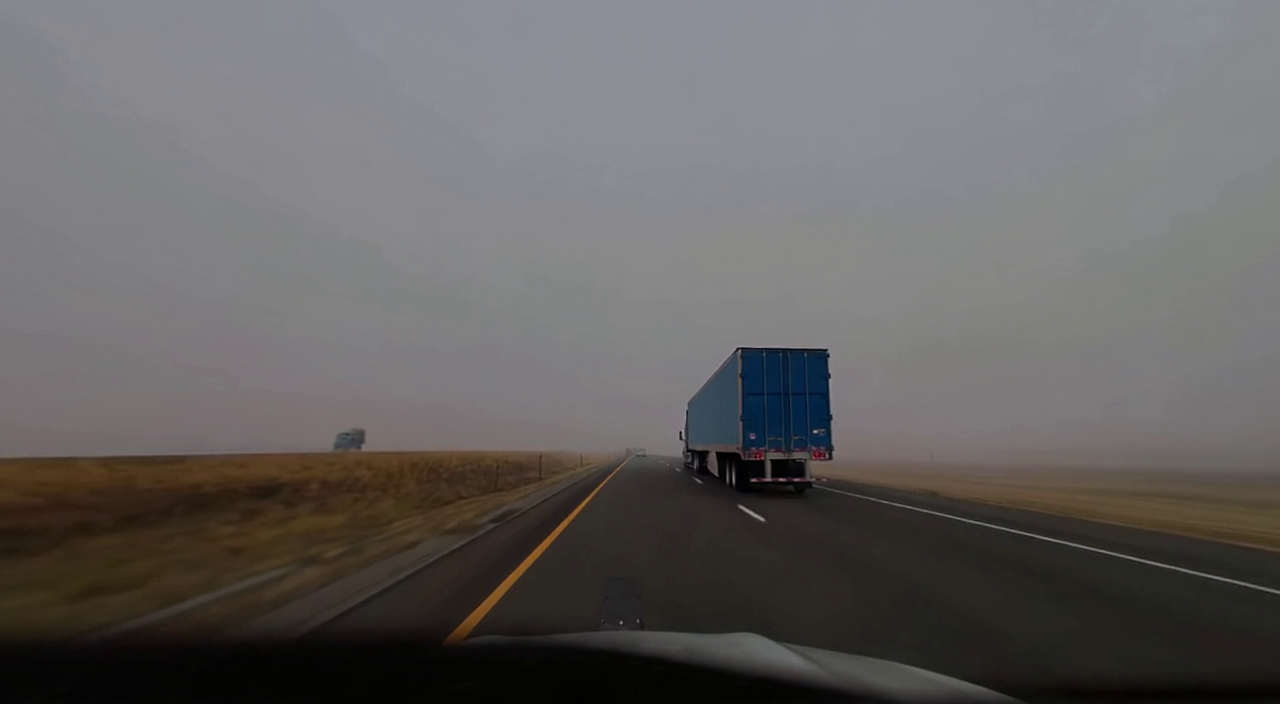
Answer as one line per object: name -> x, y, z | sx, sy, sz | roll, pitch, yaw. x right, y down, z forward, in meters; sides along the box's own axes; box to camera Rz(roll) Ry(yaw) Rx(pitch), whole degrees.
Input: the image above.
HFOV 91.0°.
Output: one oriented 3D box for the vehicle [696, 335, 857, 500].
vehicle -> 4.039, 2.623, 22.584 | 2.818, 4.206, 12.987 | 0, -9, 0
